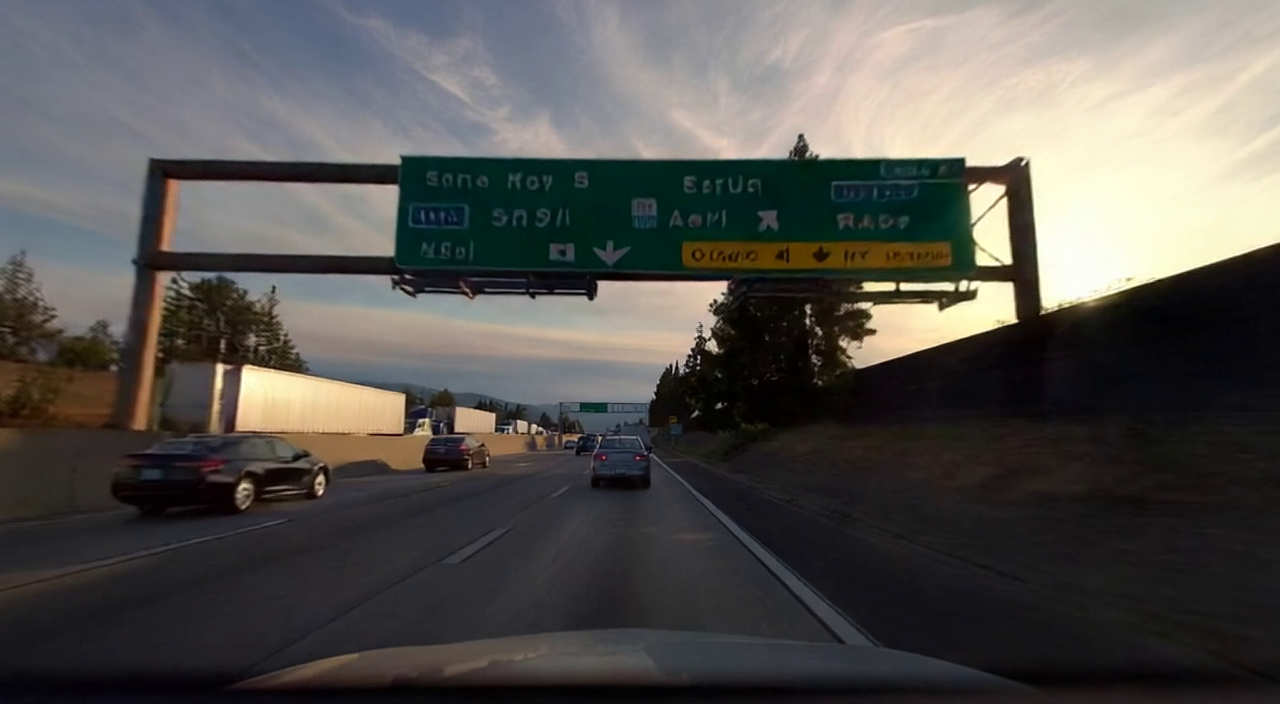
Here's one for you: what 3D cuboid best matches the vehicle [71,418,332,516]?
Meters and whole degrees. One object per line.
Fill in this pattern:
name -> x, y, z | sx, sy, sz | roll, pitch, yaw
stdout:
vehicle -> -7.832, 2.077, 11.805 | 2.088, 1.531, 3.791 | 0, -8, 1

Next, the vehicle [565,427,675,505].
vehicle -> -0.370, 2.548, 14.525 | 2.127, 1.497, 4.445 | 0, -8, 1

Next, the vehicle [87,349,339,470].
vehicle -> -15.013, 2.358, 23.494 | 3.034, 3.627, 9.026 | 0, -8, 0

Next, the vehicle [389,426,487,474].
vehicle -> -7.708, 3.807, 24.587 | 2.325, 1.663, 4.426 | 0, -8, 0
